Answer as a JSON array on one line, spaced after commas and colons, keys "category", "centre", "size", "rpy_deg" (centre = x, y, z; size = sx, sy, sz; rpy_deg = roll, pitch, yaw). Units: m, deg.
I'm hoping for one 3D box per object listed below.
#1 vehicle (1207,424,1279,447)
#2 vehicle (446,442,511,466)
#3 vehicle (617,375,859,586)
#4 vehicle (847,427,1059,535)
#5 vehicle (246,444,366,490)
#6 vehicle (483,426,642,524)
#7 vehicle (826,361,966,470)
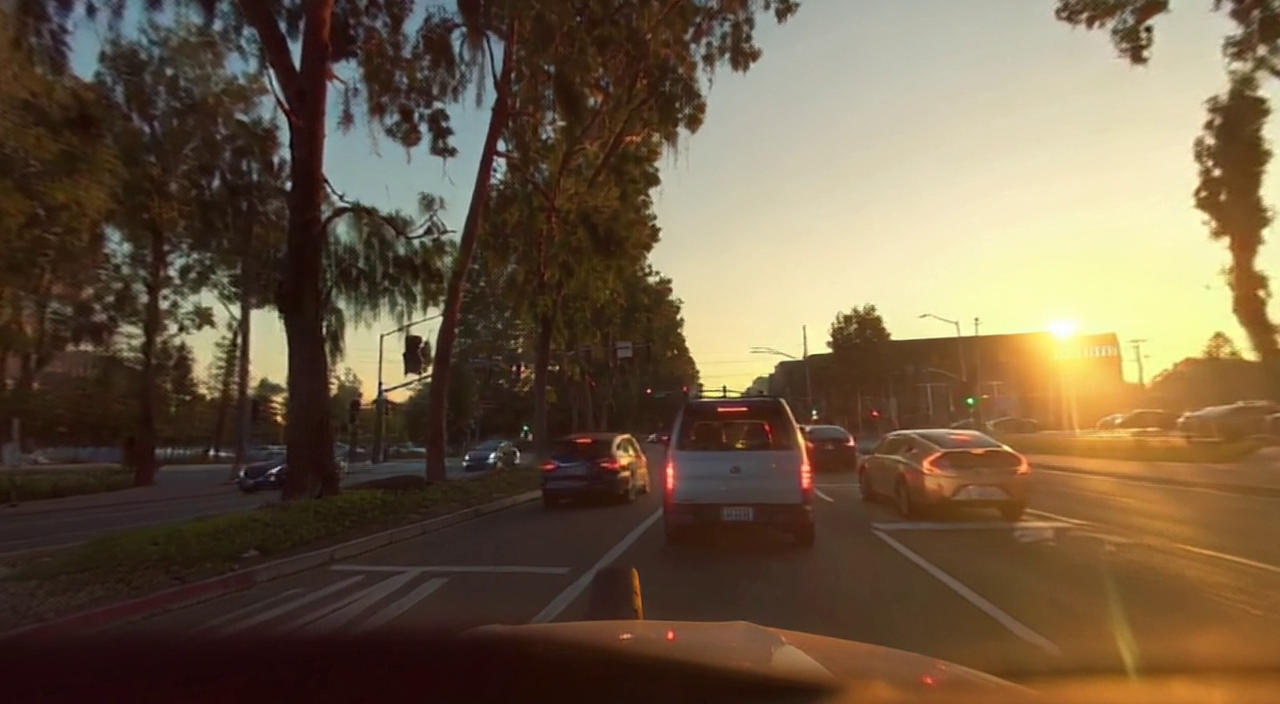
[{"category": "vehicle", "centre": [40.316, 5.573, 41.777], "size": [1.840, 1.457, 4.080], "rpy_deg": [-1, -9, 8]}, {"category": "vehicle", "centre": [-10.918, 6.942, 42.988], "size": [2.005, 1.489, 4.650], "rpy_deg": [-3, -9, 19]}, {"category": "vehicle", "centre": [1.195, 1.505, 8.099], "size": [2.188, 1.892, 4.488], "rpy_deg": [-1, -9, 8]}, {"category": "vehicle", "centre": [4.977, 2.077, 10.739], "size": [1.862, 1.451, 4.083], "rpy_deg": [-1, -9, 6]}, {"category": "vehicle", "centre": [-13.678, 4.709, 26.134], "size": [2.018, 1.715, 4.451], "rpy_deg": [-2, -9, 10]}, {"category": "vehicle", "centre": [-1.235, 2.262, 12.076], "size": [2.010, 1.515, 4.152], "rpy_deg": [-1, -9, 8]}, {"category": "vehicle", "centre": [10.513, 2.939, 27.153], "size": [2.965, 3.900, 9.064], "rpy_deg": [-1, -9, 6]}]
